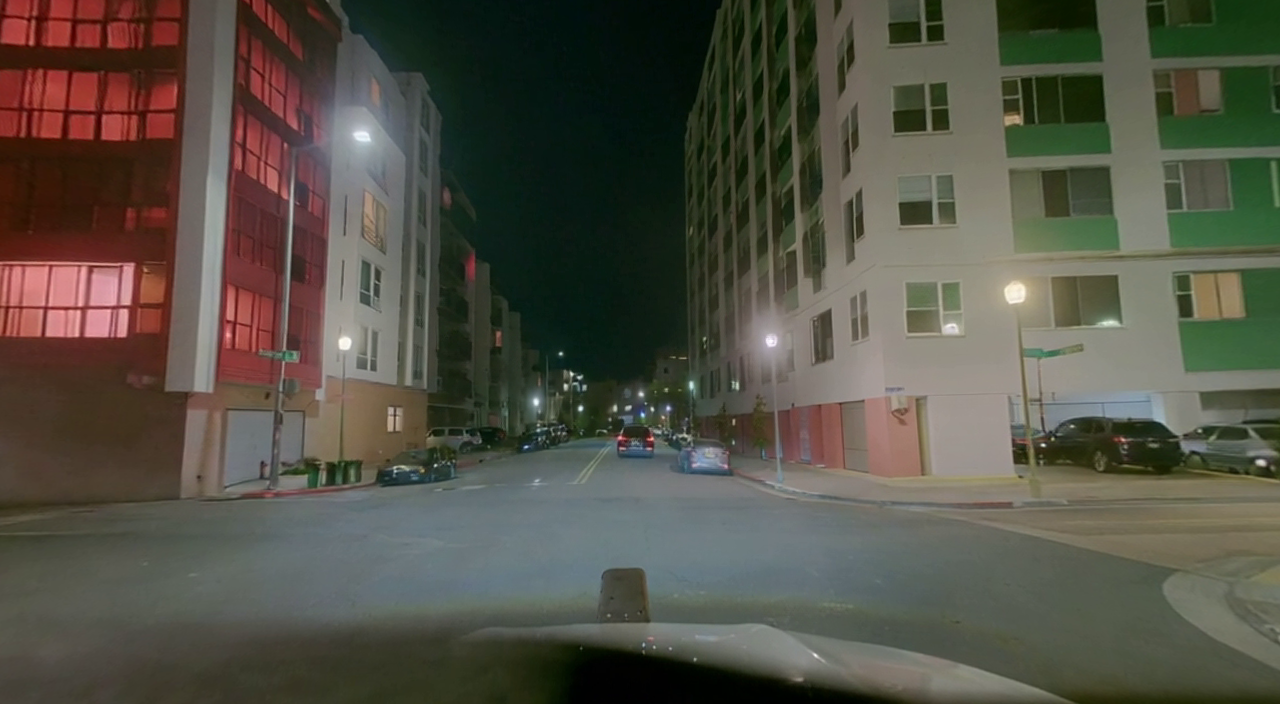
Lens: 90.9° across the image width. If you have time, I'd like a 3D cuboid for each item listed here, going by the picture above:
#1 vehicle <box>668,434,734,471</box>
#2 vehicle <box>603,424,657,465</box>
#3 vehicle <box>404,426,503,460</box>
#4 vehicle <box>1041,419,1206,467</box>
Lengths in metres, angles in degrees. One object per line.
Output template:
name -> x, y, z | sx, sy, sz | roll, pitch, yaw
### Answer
vehicle -> 2.505, 4.300, 27.082 | 2.290, 1.456, 4.503 | 0, -9, -1
vehicle -> -0.544, 4.484, 30.522 | 2.412, 1.834, 4.636 | 0, -8, -2
vehicle -> -11.462, 5.593, 38.865 | 5.540, 1.950, 2.113 | 4, -12, -28
vehicle -> 15.333, 2.919, 20.146 | 3.752, 1.453, 1.709 | 0, -9, 2
